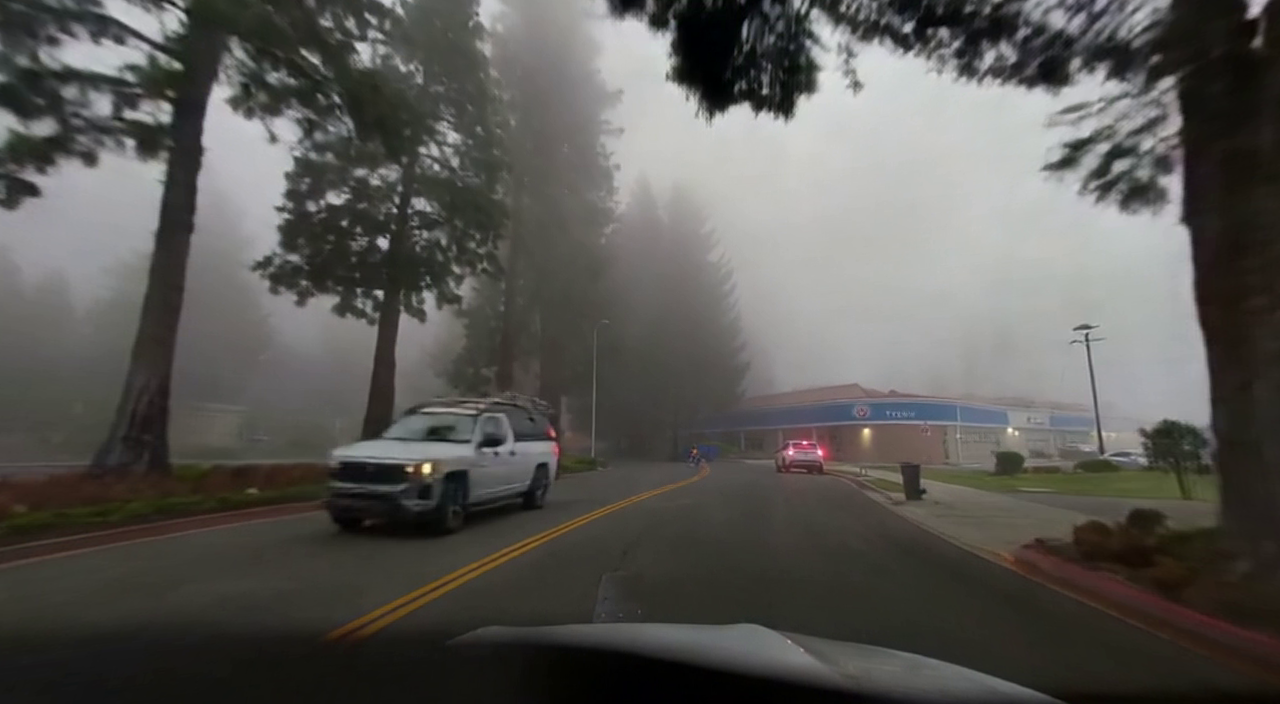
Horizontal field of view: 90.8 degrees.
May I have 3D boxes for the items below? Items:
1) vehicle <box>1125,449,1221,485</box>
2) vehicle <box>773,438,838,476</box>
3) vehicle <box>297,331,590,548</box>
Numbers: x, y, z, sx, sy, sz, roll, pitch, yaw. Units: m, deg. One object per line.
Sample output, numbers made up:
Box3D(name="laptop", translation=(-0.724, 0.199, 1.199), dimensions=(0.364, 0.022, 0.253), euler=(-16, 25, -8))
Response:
Box3D(name="vehicle", translation=(26.716, 5.691, 31.634), dimensions=(4.545, 1.640, 1.866), euler=(4, -10, -27))
Box3D(name="vehicle", translation=(8.399, 5.370, 32.532), dimensions=(2.292, 1.767, 5.128), euler=(-1, -9, 4))
Box3D(name="vehicle", translation=(-2.840, 1.622, 11.611), dimensions=(2.674, 2.815, 6.582), euler=(-1, -9, 6))
